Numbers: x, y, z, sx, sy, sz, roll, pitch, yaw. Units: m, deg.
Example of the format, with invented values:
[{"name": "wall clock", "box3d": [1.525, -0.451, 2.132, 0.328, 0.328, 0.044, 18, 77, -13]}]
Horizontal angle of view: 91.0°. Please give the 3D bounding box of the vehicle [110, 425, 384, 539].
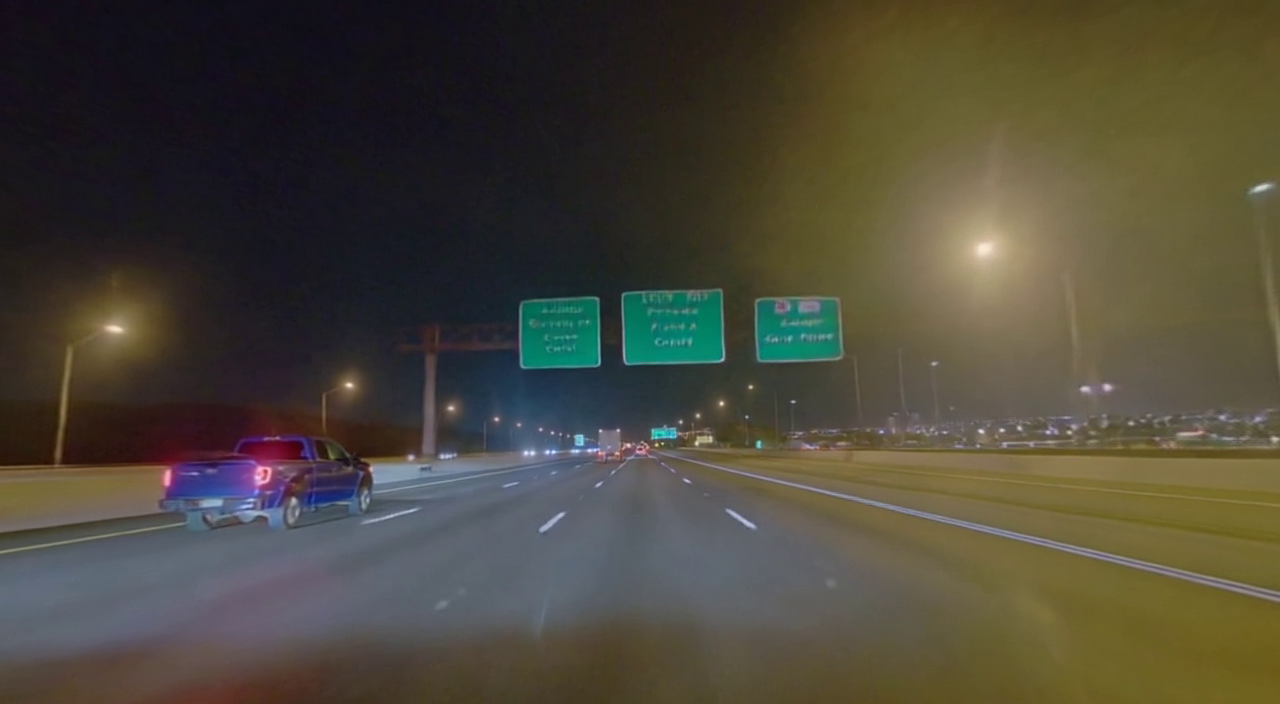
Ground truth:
[{"name": "vehicle", "box3d": [-6.974, 2.354, 12.039, 2.168, 1.729, 4.724, 0, -9, 0]}]
